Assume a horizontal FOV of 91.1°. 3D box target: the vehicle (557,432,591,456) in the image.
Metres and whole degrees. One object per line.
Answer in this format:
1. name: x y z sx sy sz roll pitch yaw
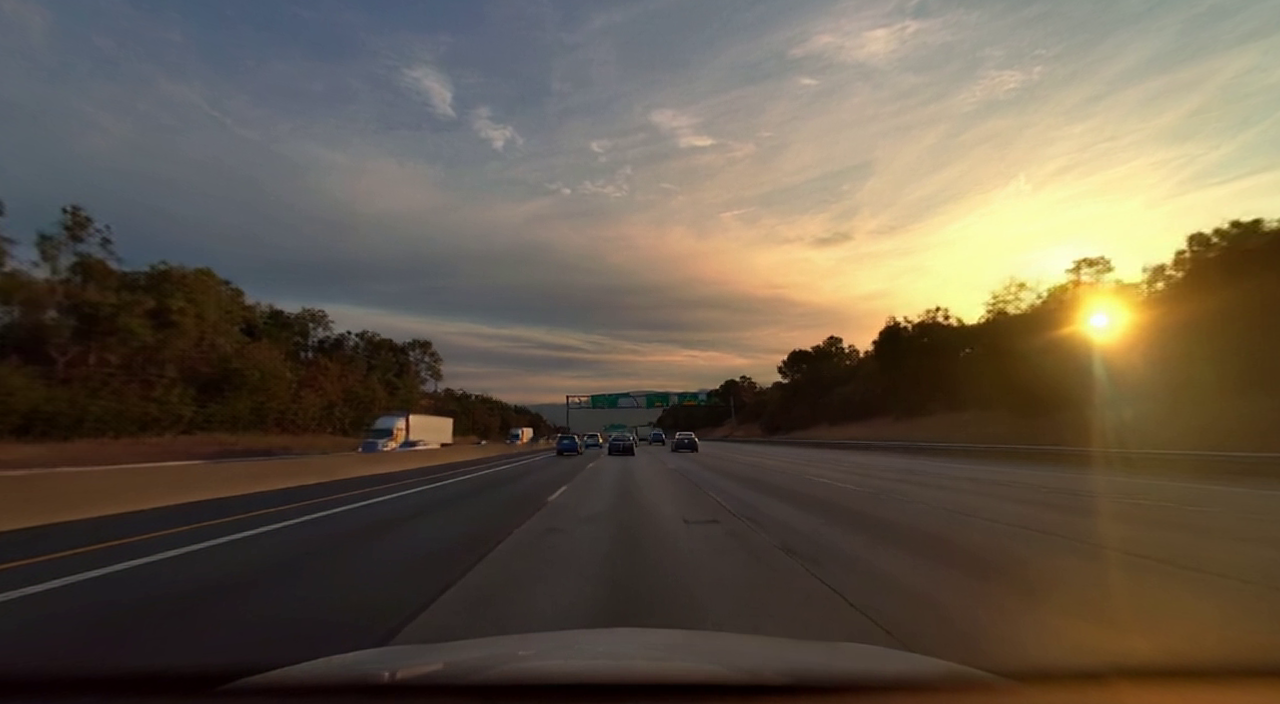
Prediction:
1. vehicle: -4.810 6.745 46.339 2.046 1.658 4.008 0 -8 0

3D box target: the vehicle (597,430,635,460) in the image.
1. vehicle: -1.432 5.491 37.328 2.119 1.629 3.946 0 -8 -2

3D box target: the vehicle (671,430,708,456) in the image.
1. vehicle: 3.312 6.221 43.129 2.066 1.673 4.225 0 -8 -2

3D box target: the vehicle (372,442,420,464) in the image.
1. vehicle: -17.454 7.232 45.176 1.800 1.497 4.109 0 -8 0
